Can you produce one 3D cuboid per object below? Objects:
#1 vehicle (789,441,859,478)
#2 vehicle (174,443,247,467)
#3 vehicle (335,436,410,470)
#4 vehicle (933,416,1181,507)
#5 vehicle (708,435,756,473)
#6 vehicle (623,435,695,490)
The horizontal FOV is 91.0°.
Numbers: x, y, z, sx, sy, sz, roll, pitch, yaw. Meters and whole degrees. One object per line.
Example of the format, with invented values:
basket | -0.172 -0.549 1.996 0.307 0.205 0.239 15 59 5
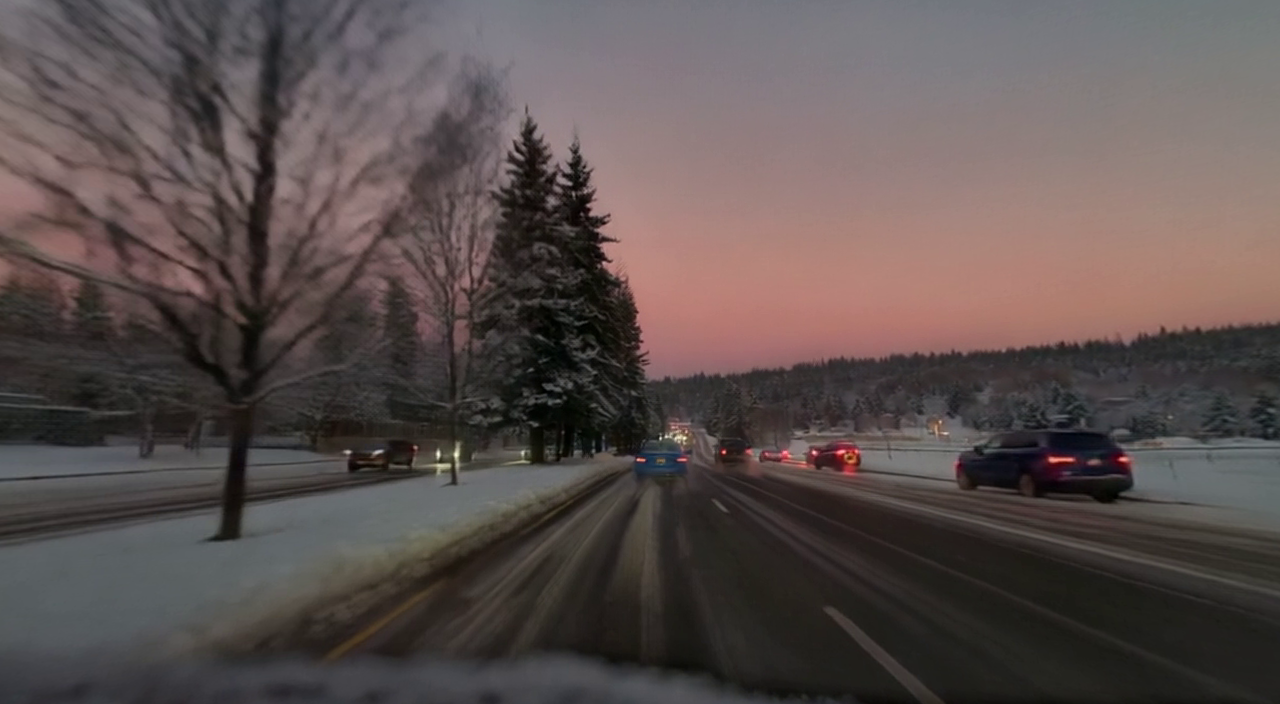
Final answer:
vehicle | 8.153 4.797 28.316 1.928 1.488 4.361 0 -9 2
vehicle | -32.760 7.815 48.026 4.949 1.714 1.936 -3 -9 20
vehicle | -12.669 4.807 30.058 1.785 1.503 3.885 0 -9 2
vehicle | 11.269 3.053 18.063 2.493 2.084 6.892 0 -9 1
vehicle | 4.710 5.296 32.803 1.976 1.796 4.159 0 -9 2
vehicle | 0.647 3.618 20.954 2.145 1.603 4.369 0 -8 2
